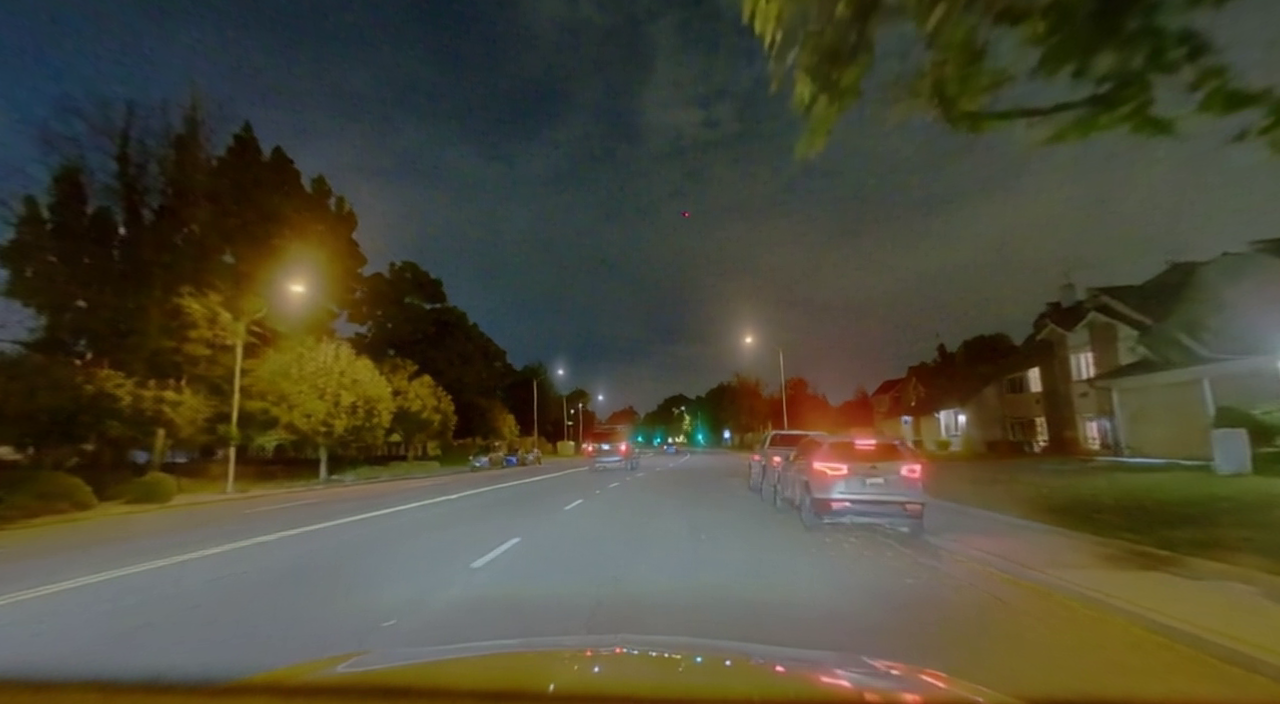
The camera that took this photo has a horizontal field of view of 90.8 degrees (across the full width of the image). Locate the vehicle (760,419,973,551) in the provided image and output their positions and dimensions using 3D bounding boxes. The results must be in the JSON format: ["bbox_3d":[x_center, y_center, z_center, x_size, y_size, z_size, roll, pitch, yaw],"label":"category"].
[{"bbox_3d":[3.292,2.027,10.300,2.040,1.643,4.446,-1,-9,3],"label":"vehicle"}]

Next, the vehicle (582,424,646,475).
[{"bbox_3d":[-1.082,4.463,29.015,2.085,2.084,5.133,-1,-9,7],"label":"vehicle"}]
